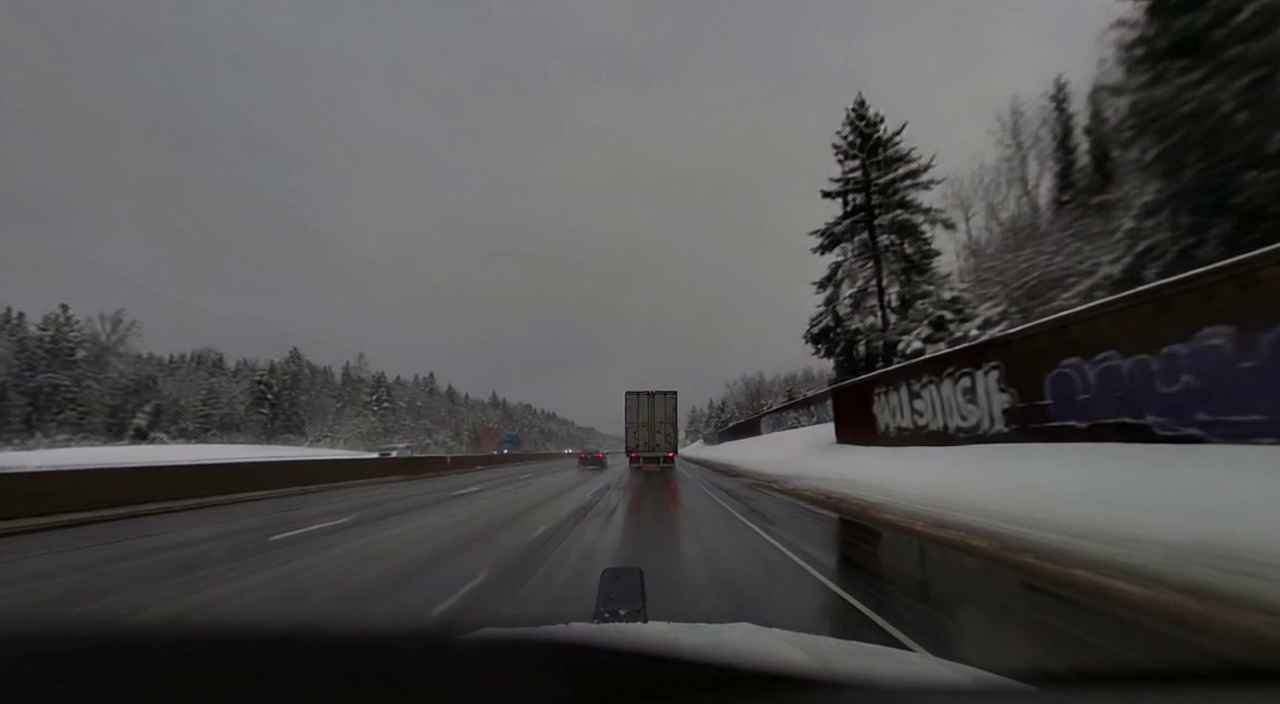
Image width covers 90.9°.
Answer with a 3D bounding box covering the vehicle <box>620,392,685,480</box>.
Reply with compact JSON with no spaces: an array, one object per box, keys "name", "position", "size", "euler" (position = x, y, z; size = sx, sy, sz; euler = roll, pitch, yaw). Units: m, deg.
[{"name":"vehicle","position":[0.631,4.732,34.716],"size":[2.997,4.069,10.871],"euler":[0,-9,0]}]
